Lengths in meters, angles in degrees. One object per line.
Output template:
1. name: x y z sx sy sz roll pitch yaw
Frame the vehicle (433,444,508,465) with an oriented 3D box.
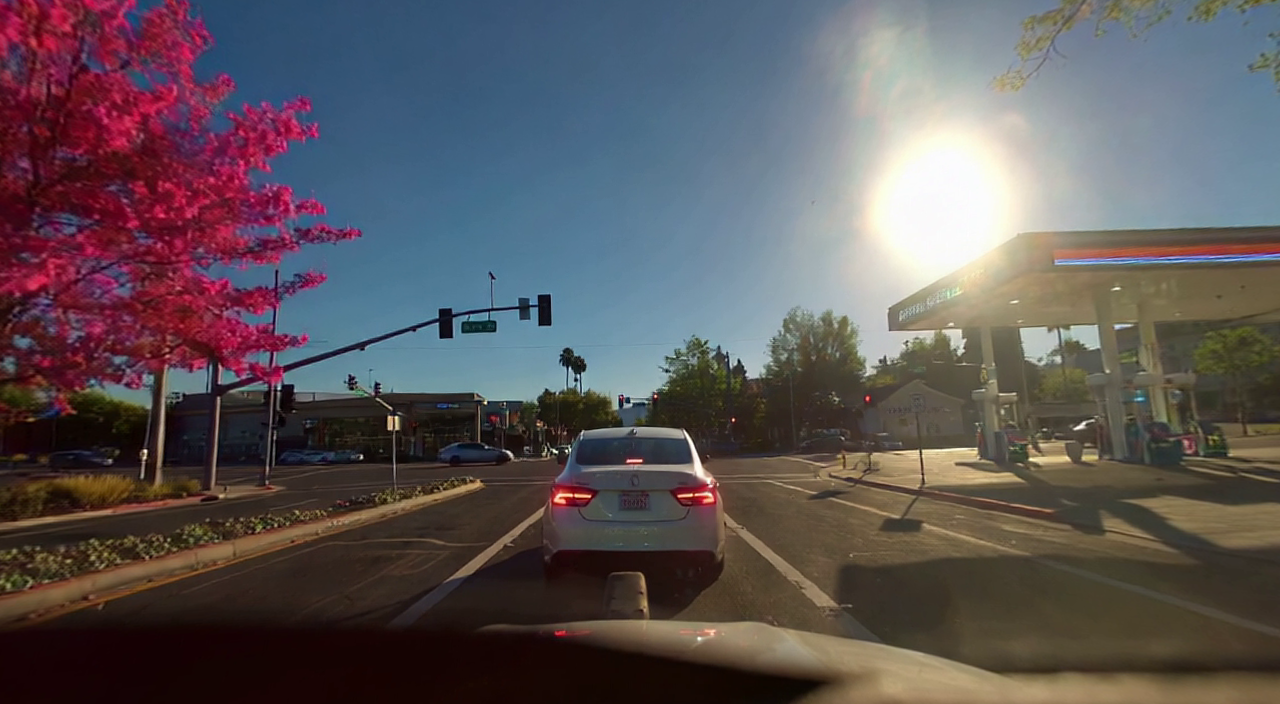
1. vehicle: -12.255 7.434 45.694 4.813 1.455 1.889 -1 -8 5

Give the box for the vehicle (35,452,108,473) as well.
1. vehicle: -43.643 8.487 48.435 3.975 1.563 1.755 -1 -8 4

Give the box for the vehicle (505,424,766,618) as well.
1. vehicle: -0.047 1.604 6.955 2.010 1.482 4.057 0 -8 0

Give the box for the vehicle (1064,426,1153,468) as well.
1. vehicle: 18.553 3.734 24.898 4.091 1.495 2.053 8 -12 -44
